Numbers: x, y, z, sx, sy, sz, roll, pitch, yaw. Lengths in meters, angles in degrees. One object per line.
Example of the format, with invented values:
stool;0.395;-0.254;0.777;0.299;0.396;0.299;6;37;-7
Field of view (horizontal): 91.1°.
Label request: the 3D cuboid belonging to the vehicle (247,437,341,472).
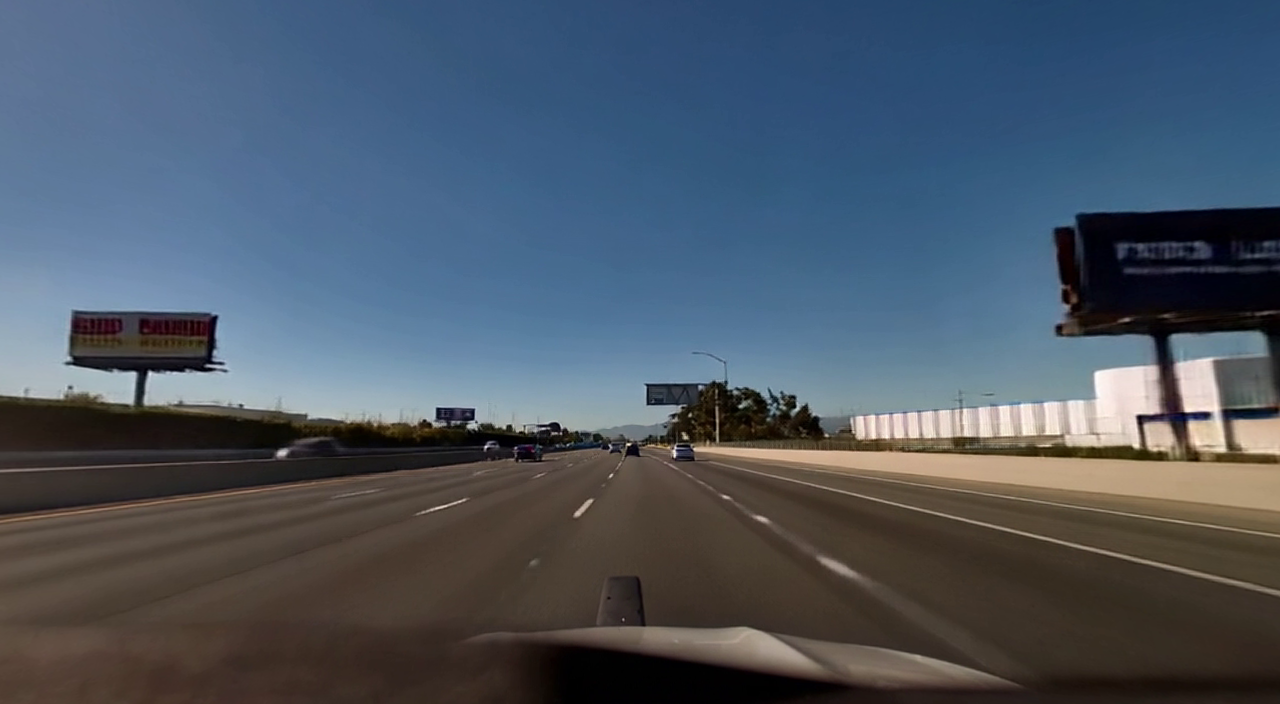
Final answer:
vehicle;-18.837;5.600;34.560;2.091;1.748;5.346;0;-9;1
